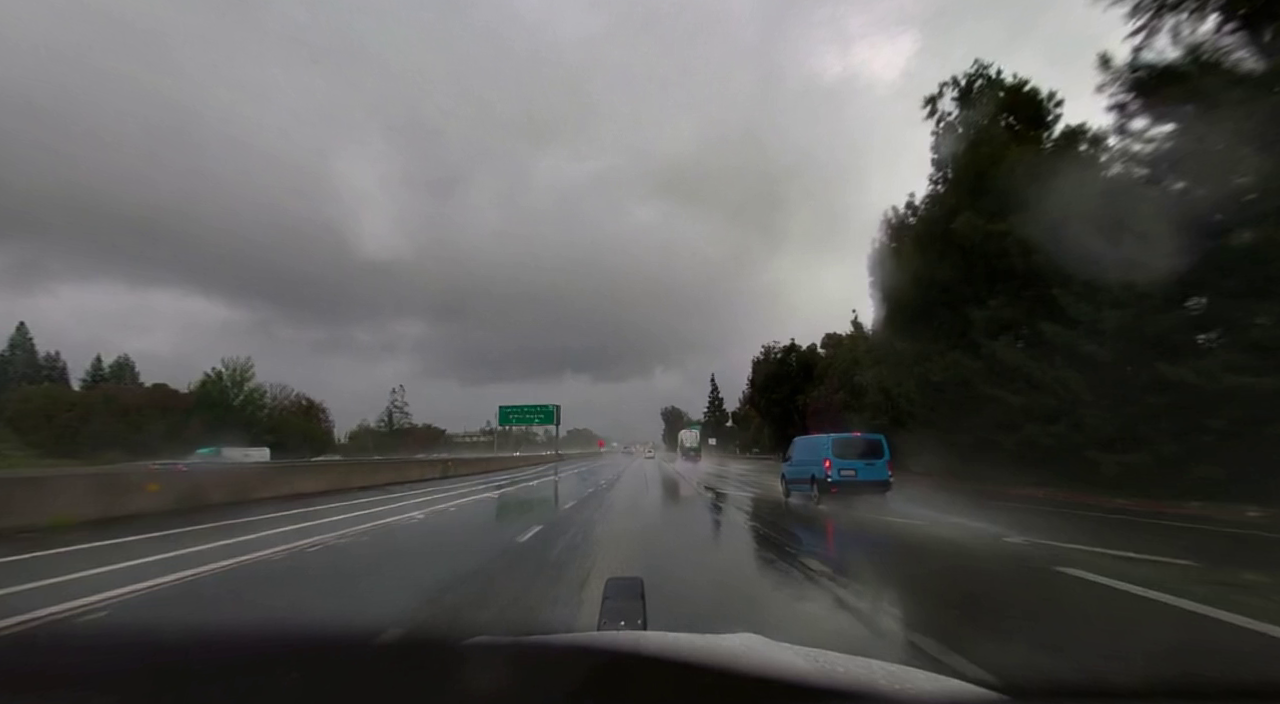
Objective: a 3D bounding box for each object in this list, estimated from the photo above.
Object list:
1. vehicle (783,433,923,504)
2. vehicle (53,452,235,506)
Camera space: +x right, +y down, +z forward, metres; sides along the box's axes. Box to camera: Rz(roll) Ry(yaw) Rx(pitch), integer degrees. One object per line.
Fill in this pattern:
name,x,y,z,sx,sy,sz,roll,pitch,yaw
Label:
vehicle,6.032,3.343,18.519,1.971,1.795,4.389,2,-9,-10
vehicle,-15.279,3.898,19.850,1.903,1.486,4.666,0,-9,1
